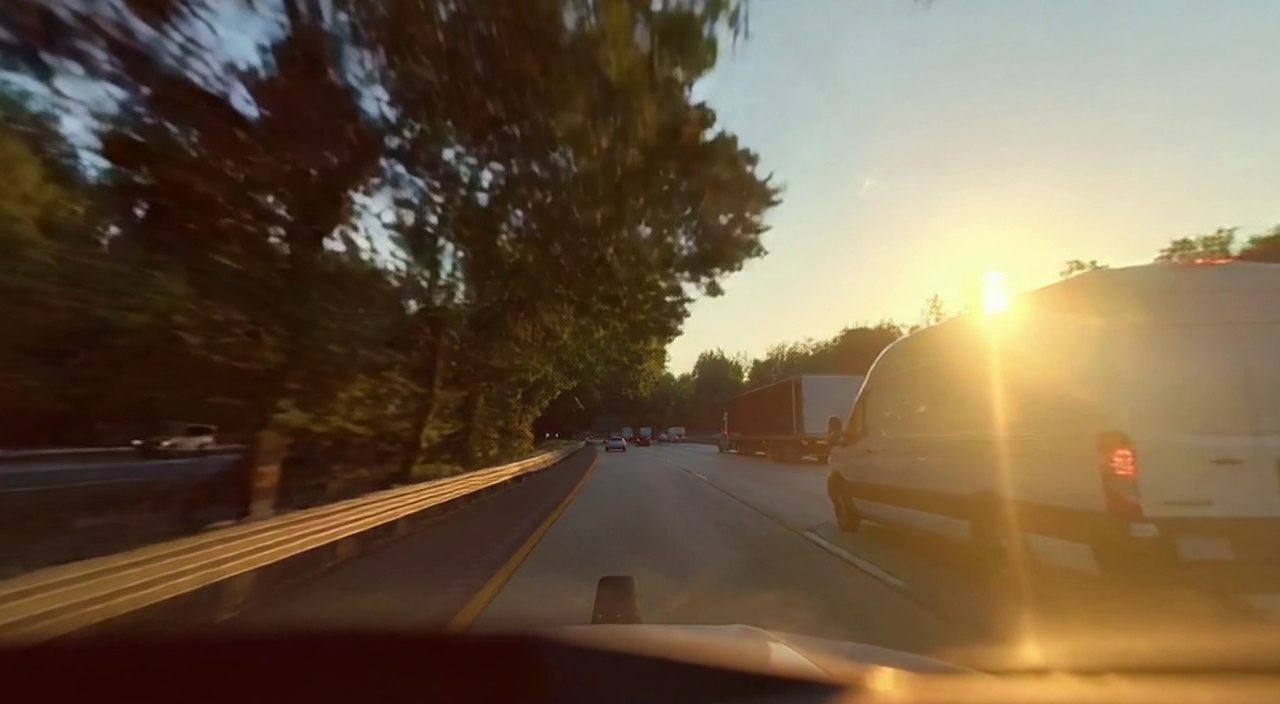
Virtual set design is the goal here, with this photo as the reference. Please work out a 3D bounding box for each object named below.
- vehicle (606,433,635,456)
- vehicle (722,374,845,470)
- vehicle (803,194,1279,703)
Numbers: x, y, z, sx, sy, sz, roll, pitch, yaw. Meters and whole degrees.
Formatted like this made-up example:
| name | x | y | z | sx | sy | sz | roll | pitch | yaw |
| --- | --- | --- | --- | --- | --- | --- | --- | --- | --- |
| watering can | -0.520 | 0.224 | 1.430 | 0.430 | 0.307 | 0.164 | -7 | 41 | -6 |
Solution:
| name | x | y | z | sx | sy | sz | roll | pitch | yaw |
| --- | --- | --- | --- | --- | --- | --- | --- | --- | --- |
| vehicle | -1.513 | 6.956 | 47.474 | 2.088 | 1.671 | 4.068 | 0 | -8 | -2 |
| vehicle | 7.082 | 3.938 | 34.176 | 2.888 | 4.093 | 14.227 | 0 | -8 | -2 |
| vehicle | 3.500 | 0.857 | 5.576 | 2.436 | 2.521 | 5.409 | 0 | -8 | -2 |
